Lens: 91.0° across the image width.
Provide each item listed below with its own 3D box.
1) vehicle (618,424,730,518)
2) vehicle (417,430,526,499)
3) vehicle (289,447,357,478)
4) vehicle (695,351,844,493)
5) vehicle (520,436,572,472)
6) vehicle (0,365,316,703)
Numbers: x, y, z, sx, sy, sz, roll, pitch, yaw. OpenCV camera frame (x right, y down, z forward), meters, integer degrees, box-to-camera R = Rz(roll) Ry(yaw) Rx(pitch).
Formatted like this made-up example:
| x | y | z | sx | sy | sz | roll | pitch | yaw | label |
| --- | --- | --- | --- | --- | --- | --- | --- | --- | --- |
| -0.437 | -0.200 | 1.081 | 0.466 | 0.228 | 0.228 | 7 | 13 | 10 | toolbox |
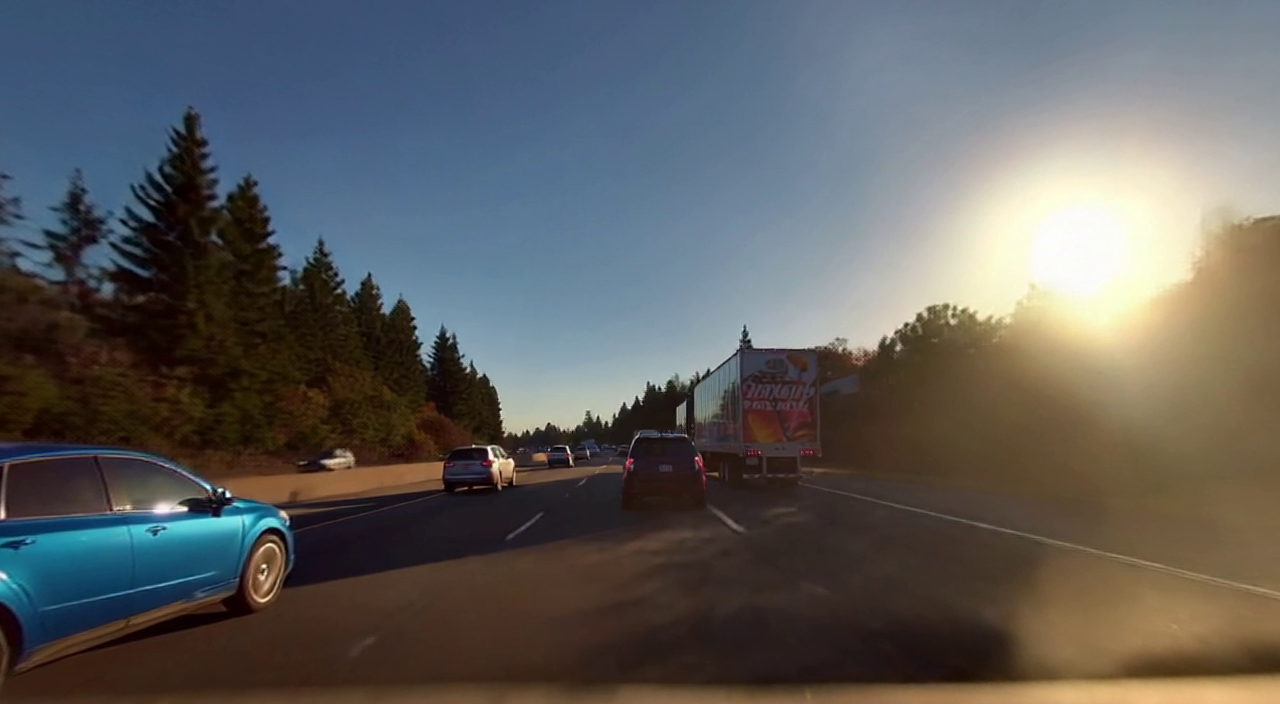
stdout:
| x | y | z | sx | sy | sz | roll | pitch | yaw | label |
| --- | --- | --- | --- | --- | --- | --- | --- | --- | --- |
| 0.577 | 2.404 | 13.168 | 2.017 | 1.662 | 3.543 | 0 | -8 | -1 | vehicle |
| -4.375 | 2.966 | 17.023 | 1.905 | 1.642 | 3.803 | 0 | -8 | 0 | vehicle |
| -18.905 | 6.588 | 37.765 | 1.873 | 1.674 | 4.333 | 0 | -8 | -1 | vehicle |
| 4.329 | 3.000 | 25.259 | 2.828 | 4.081 | 14.220 | 0 | -8 | -1 | vehicle |
| -4.760 | 5.211 | 32.397 | 2.014 | 1.683 | 4.275 | 0 | -8 | 0 | vehicle |
| -4.094 | 1.003 | 3.710 | 1.983 | 1.666 | 4.452 | 0 | -8 | 0 | vehicle |
